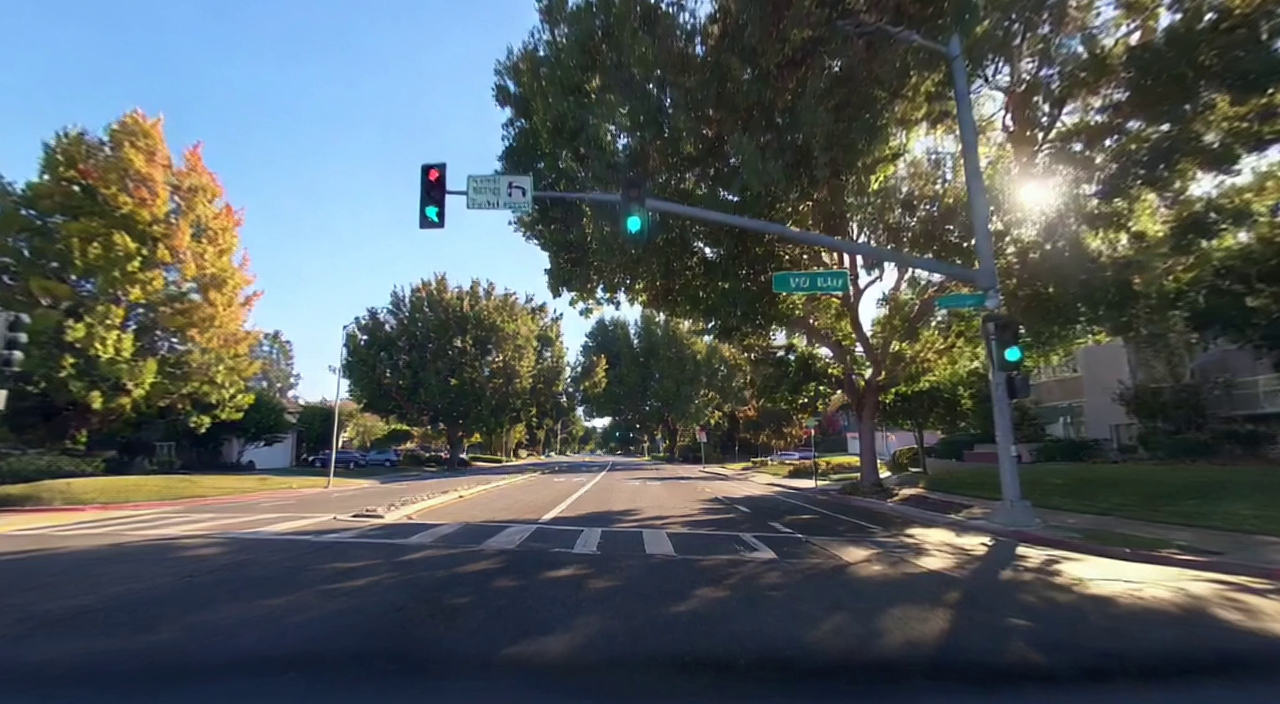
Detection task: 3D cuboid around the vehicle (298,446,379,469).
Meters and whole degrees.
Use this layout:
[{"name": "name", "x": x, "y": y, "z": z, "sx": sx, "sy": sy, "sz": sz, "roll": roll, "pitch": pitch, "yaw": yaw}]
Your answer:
[{"name": "vehicle", "x": -20.713, "y": 7.274, "z": 43.495, "sx": 4.536, "sy": 1.502, "sz": 1.975, "roll": -1, "pitch": -9, "yaw": 4}]
